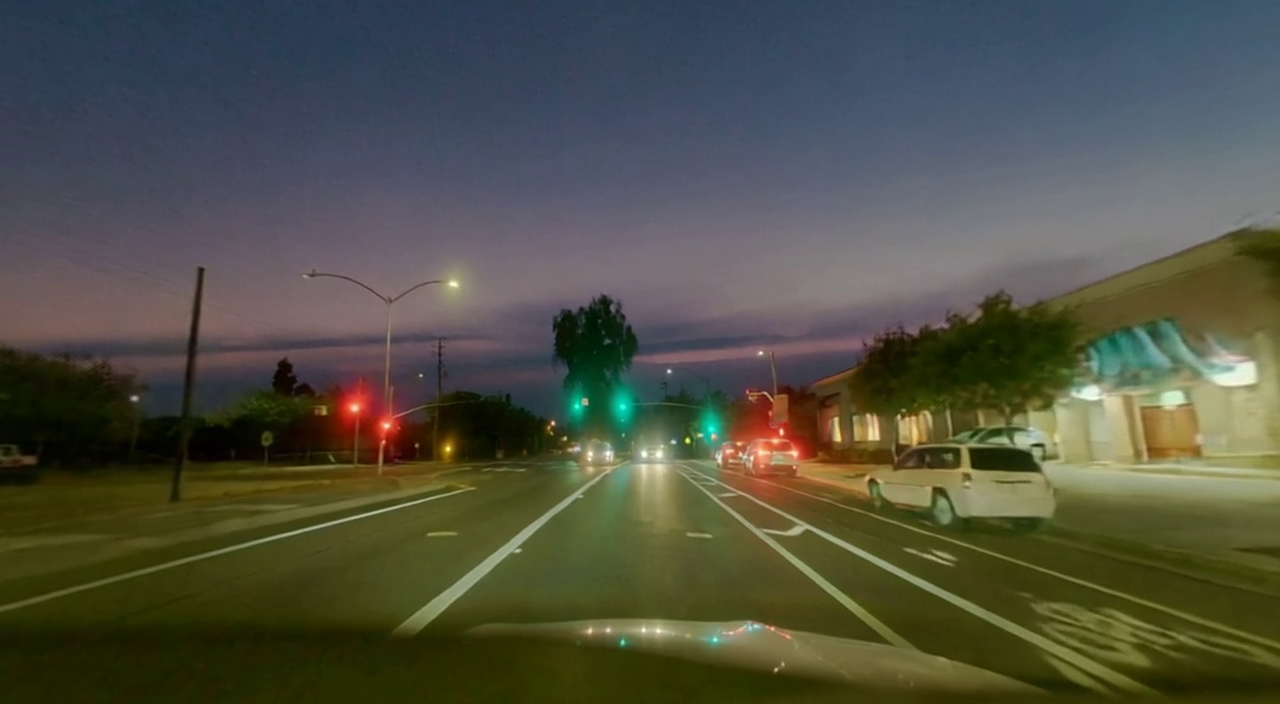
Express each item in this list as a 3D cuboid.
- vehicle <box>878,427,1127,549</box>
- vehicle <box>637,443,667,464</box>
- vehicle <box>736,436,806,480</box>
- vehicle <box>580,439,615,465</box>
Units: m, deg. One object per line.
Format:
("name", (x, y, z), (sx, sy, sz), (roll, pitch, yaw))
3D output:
("vehicle", (5.824, 2.167, 10.831), (1.955, 1.679, 3.890), (0, -7, 0))
("vehicle", (0.841, 7.538, 46.880), (2.075, 1.480, 3.920), (0, -8, -1))
("vehicle", (5.754, 4.673, 28.345), (2.069, 1.776, 4.797), (0, -8, 0))
("vehicle", (-2.937, 7.086, 44.852), (2.150, 1.779, 4.423), (0, -8, 1))
